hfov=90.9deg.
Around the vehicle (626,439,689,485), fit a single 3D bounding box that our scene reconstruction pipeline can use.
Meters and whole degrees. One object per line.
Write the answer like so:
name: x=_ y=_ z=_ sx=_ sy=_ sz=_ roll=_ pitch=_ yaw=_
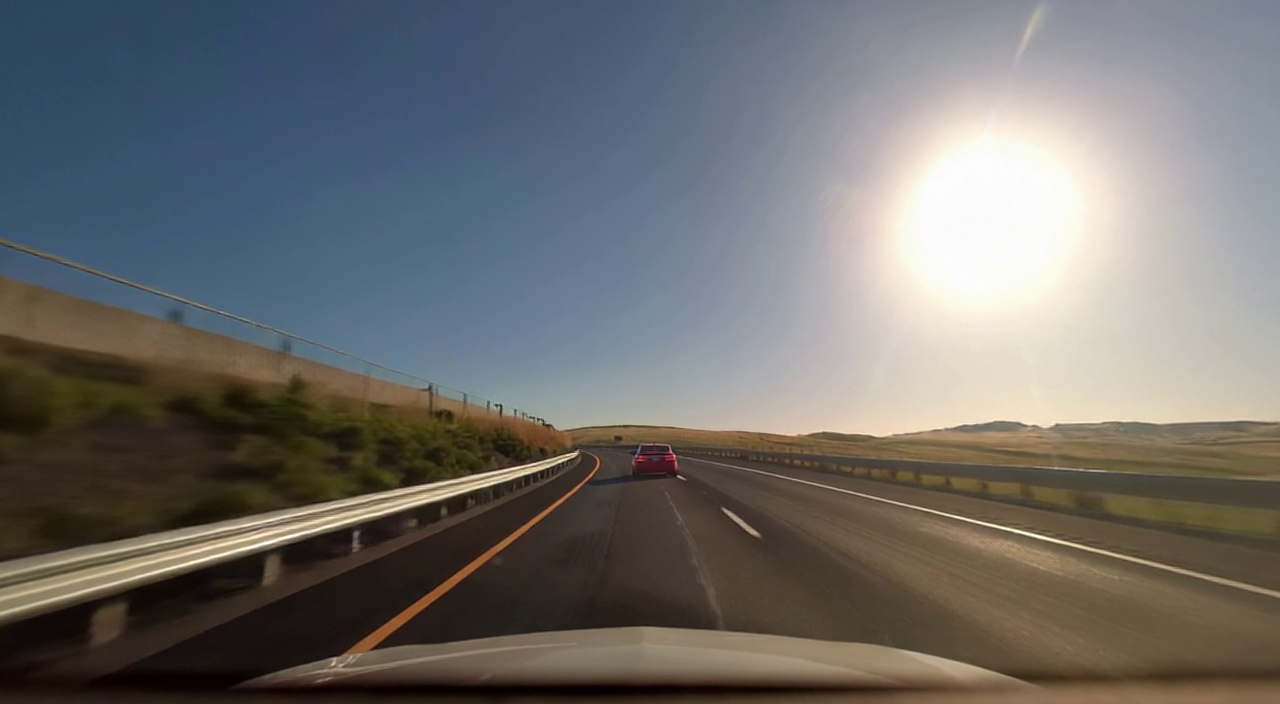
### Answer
vehicle: x=0.533 y=3.962 z=23.032 sx=2.029 sy=1.474 sz=4.183 roll=0 pitch=-9 yaw=-2
